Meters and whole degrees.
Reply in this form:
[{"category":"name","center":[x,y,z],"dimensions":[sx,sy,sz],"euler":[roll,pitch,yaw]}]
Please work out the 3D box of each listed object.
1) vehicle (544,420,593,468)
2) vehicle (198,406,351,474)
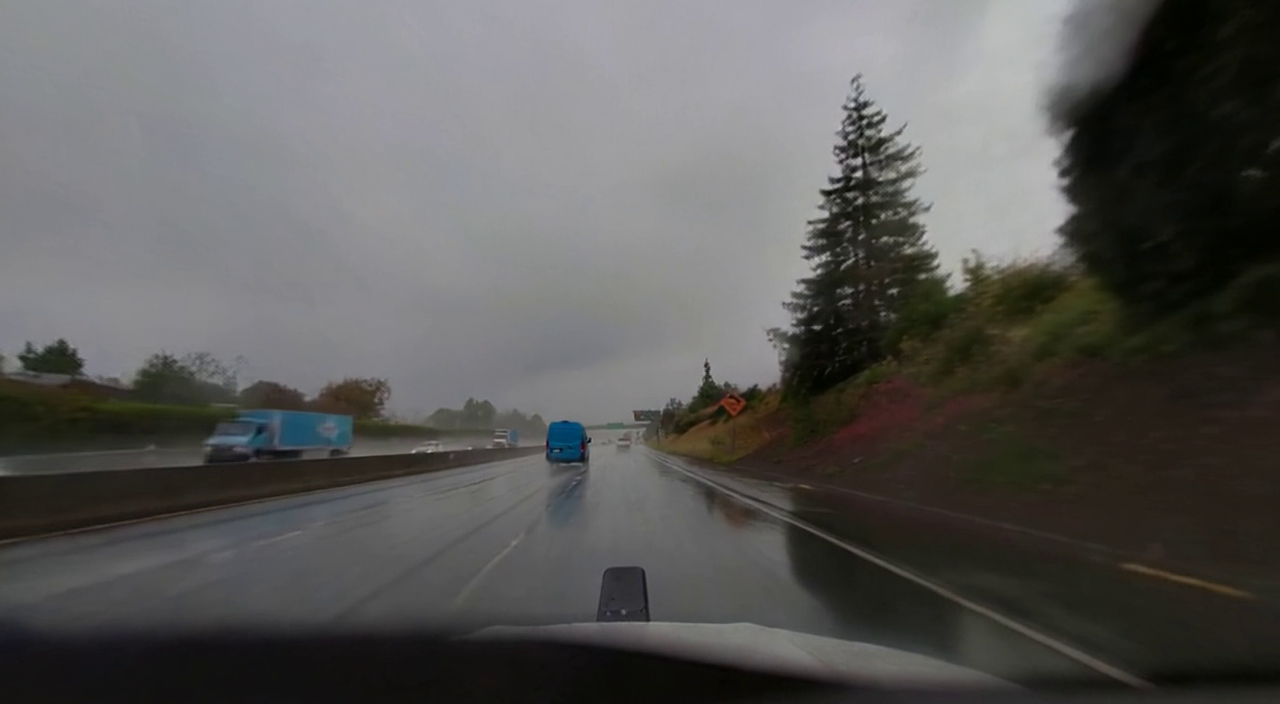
[{"category":"vehicle","center":[-4.016,5.262,36.066],"dimensions":[2.329,2.483,5.428],"euler":[0,-8,-2]},{"category":"vehicle","center":[-24.509,6.174,43.683],"dimensions":[2.889,3.936,14.025],"euler":[0,-8,-3]}]
